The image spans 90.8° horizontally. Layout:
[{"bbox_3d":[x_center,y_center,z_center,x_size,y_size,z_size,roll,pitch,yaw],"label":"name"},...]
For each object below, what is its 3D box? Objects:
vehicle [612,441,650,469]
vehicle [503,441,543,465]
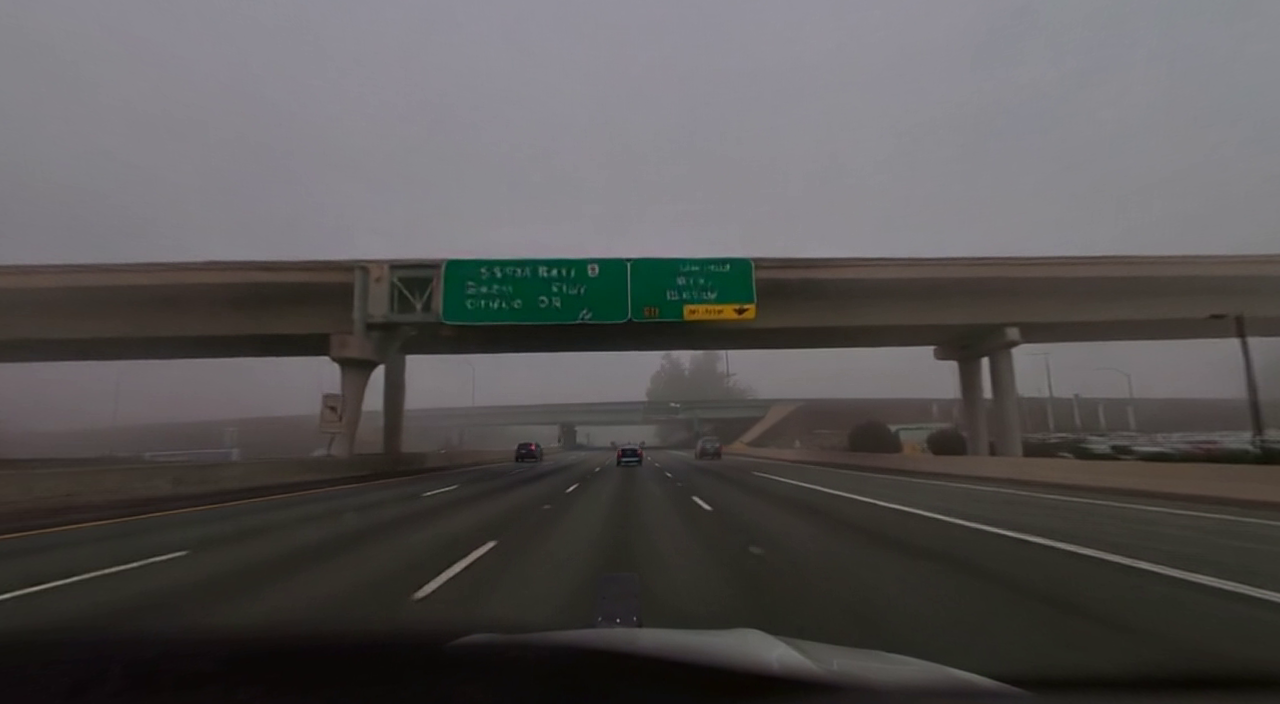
[{"bbox_3d":[-0.524,5.768,35.622,2.012,1.471,4.059,0,-8,-2],"label":"vehicle"},{"bbox_3d":[-8.101,7.041,44.146,1.957,1.554,4.350,0,-8,0],"label":"vehicle"}]
